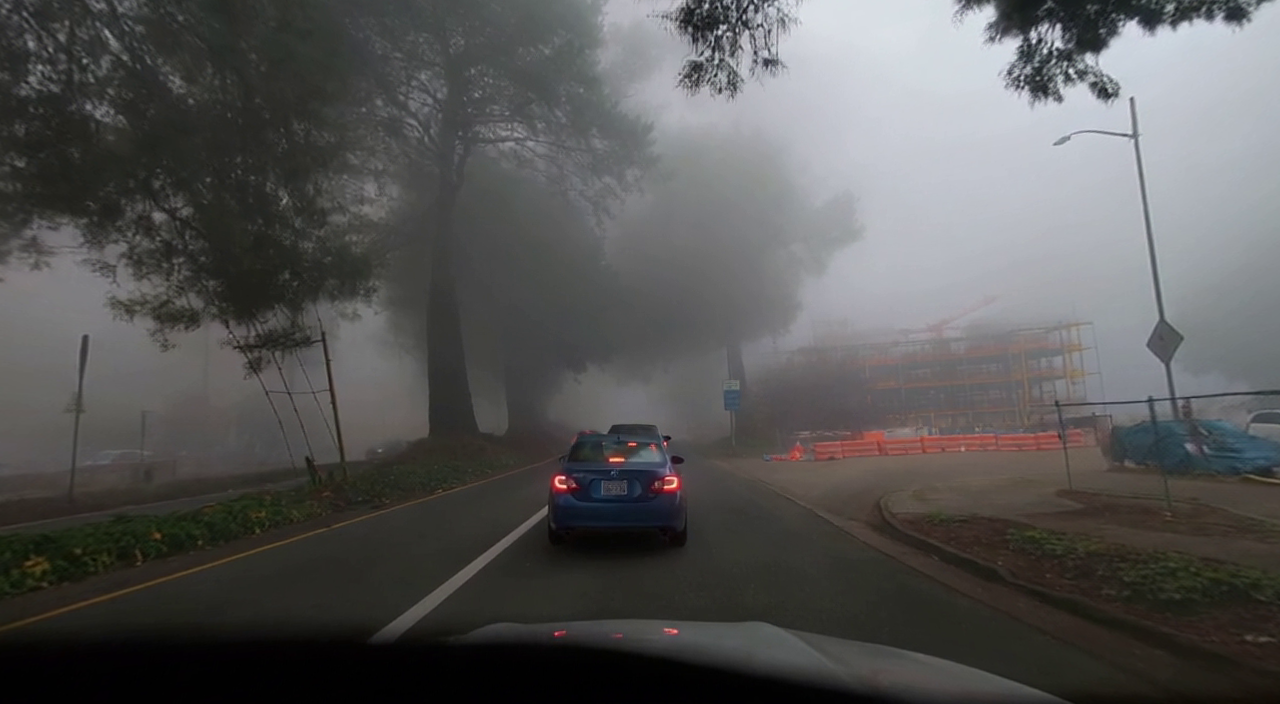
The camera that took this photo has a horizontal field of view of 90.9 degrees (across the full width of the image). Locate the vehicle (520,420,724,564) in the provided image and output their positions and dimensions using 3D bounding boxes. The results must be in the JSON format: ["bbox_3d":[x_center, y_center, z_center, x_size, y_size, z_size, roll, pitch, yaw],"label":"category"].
[{"bbox_3d":[-0.188,1.765,8.661,2.112,1.482,4.076,0,-8,0],"label":"vehicle"}]

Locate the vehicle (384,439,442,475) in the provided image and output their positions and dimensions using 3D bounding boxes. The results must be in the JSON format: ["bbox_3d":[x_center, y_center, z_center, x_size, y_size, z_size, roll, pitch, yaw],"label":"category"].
[{"bbox_3d":[-10.366,4.702,28.566,2.072,1.465,4.394,4,-9,-24],"label":"vehicle"}]
